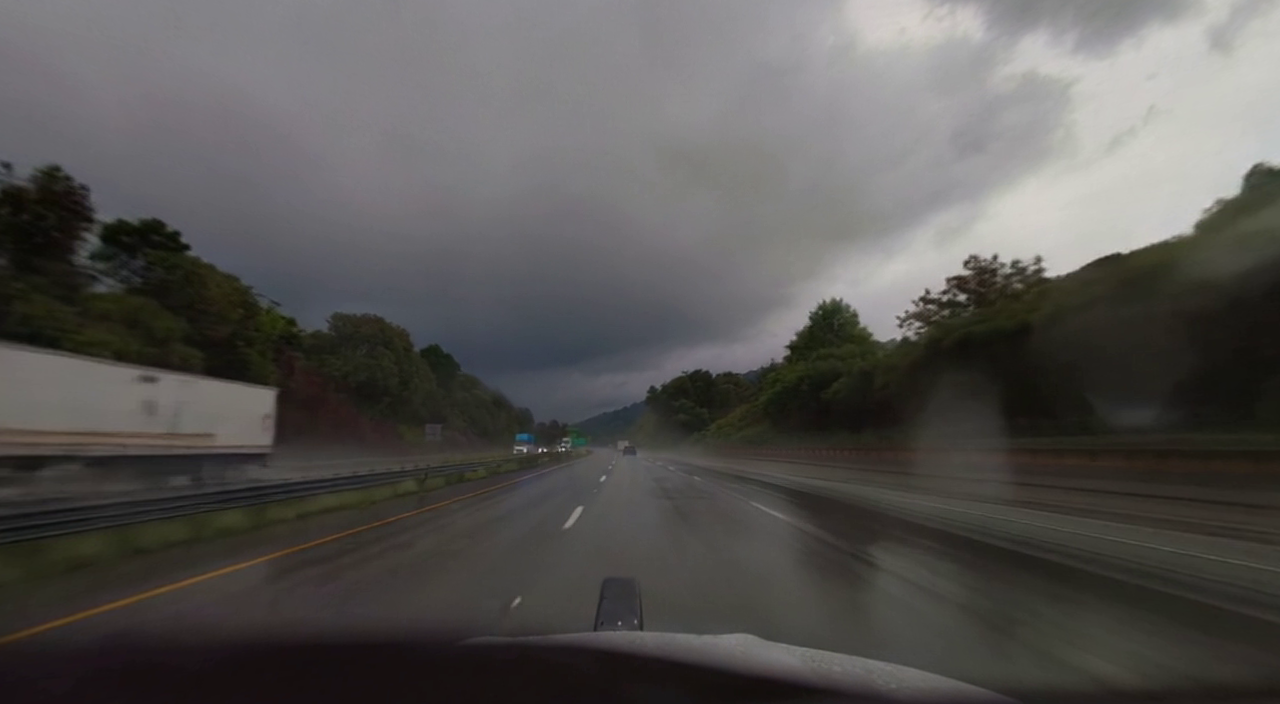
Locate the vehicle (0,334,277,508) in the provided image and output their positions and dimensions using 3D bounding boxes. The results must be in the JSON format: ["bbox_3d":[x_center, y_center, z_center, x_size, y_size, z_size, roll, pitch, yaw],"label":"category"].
[{"bbox_3d":[-16.838,2.329,19.467,3.058,4.084,14.014,0,-9,-1],"label":"vehicle"}]
